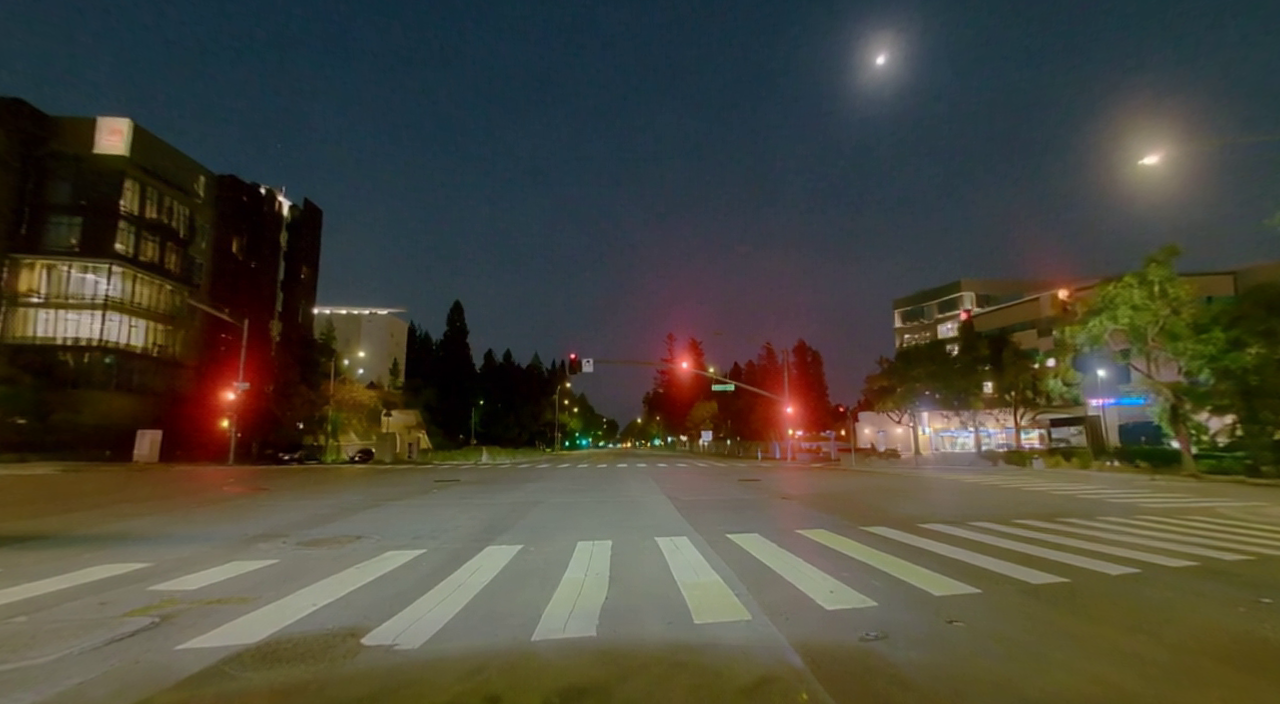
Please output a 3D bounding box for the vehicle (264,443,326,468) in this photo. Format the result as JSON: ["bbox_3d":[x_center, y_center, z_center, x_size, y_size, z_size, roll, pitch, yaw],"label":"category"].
[{"bbox_3d":[-21.850,6.561,40.150,2.005,1.496,4.020,1,-9,-6],"label":"vehicle"}]

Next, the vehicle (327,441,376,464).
[{"bbox_3d":[-22.502,7.851,49.476,2.023,1.706,4.756,1,-9,-6],"label":"vehicle"}]
